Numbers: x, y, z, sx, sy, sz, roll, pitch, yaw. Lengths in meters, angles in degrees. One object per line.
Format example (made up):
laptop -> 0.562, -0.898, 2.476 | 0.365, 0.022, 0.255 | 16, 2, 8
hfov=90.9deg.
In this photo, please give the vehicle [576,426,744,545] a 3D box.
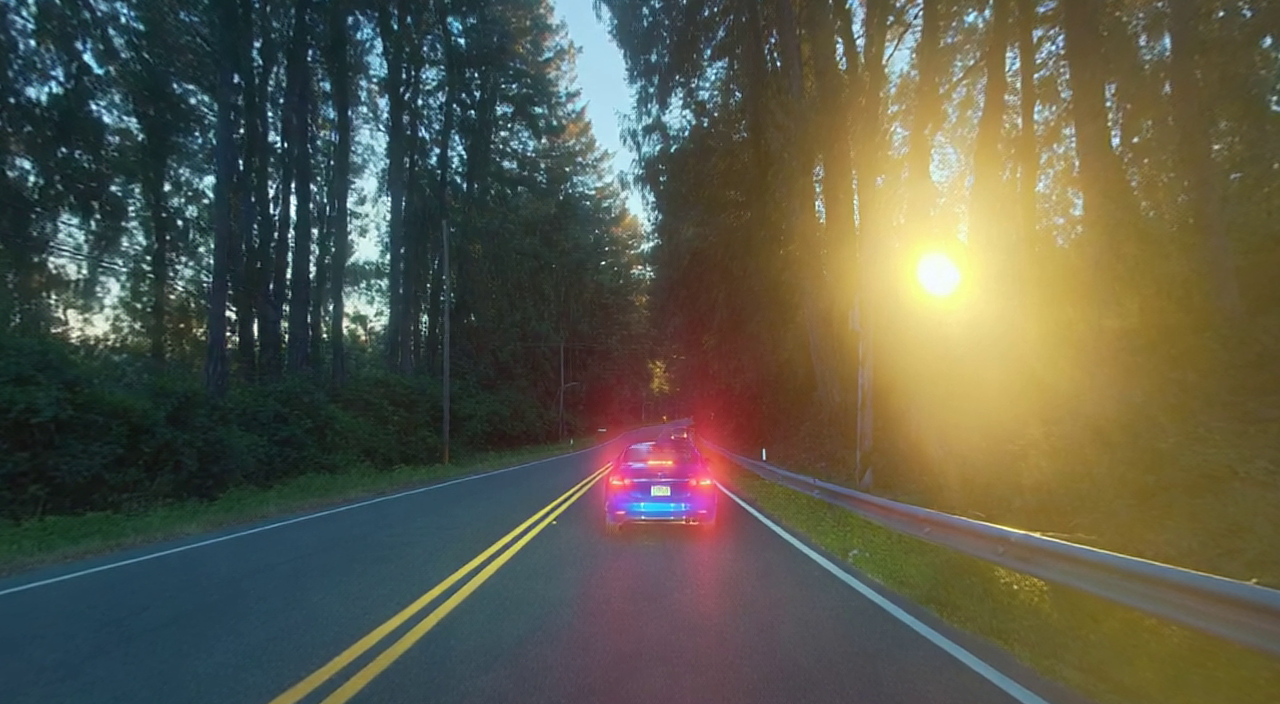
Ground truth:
vehicle -> 0.284, 2.030, 10.164 | 2.187, 1.533, 3.726 | 0, -8, 1
